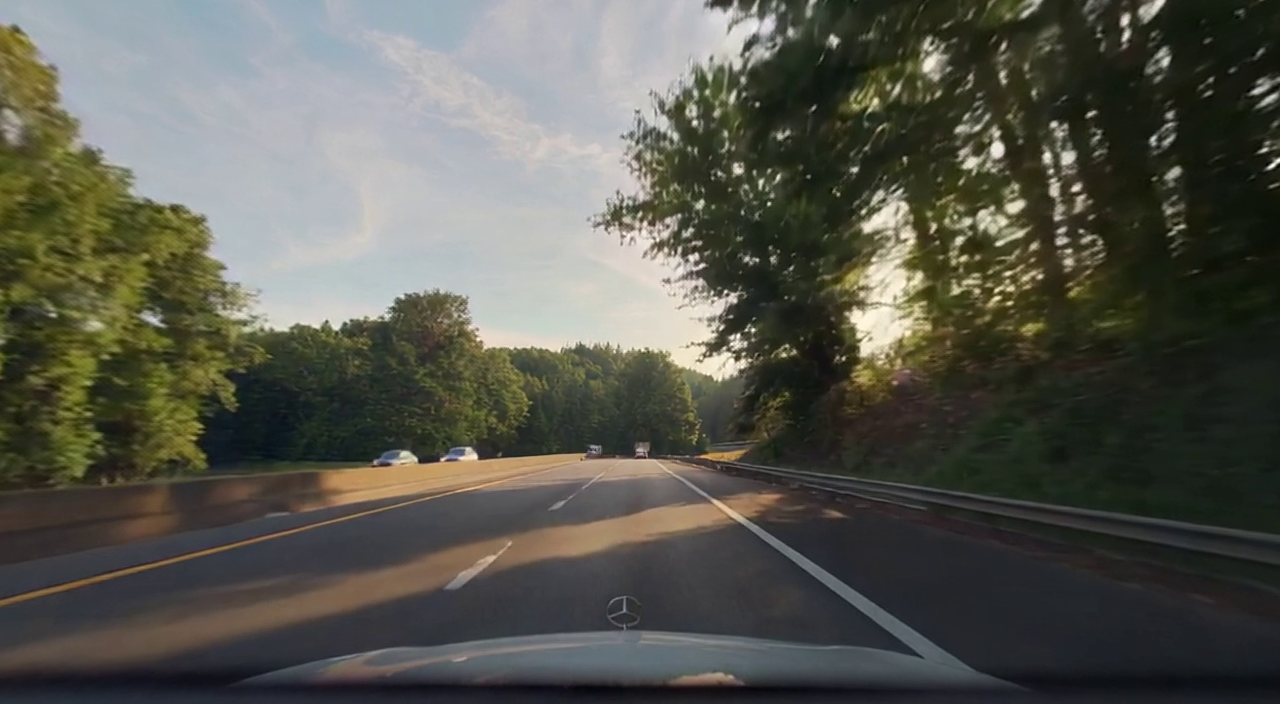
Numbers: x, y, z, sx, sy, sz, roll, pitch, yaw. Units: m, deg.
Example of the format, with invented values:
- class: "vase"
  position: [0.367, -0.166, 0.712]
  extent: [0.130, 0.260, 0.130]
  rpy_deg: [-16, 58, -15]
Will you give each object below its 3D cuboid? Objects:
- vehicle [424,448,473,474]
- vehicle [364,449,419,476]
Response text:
- class: "vehicle"
  position: [-13.510, 7.688, 44.704]
  extent: [1.999, 1.676, 4.634]
  rpy_deg: [0, -9, 0]
- class: "vehicle"
  position: [-17.428, 7.758, 44.440]
  extent: [1.975, 1.761, 4.563]
  rpy_deg: [0, -9, 0]
